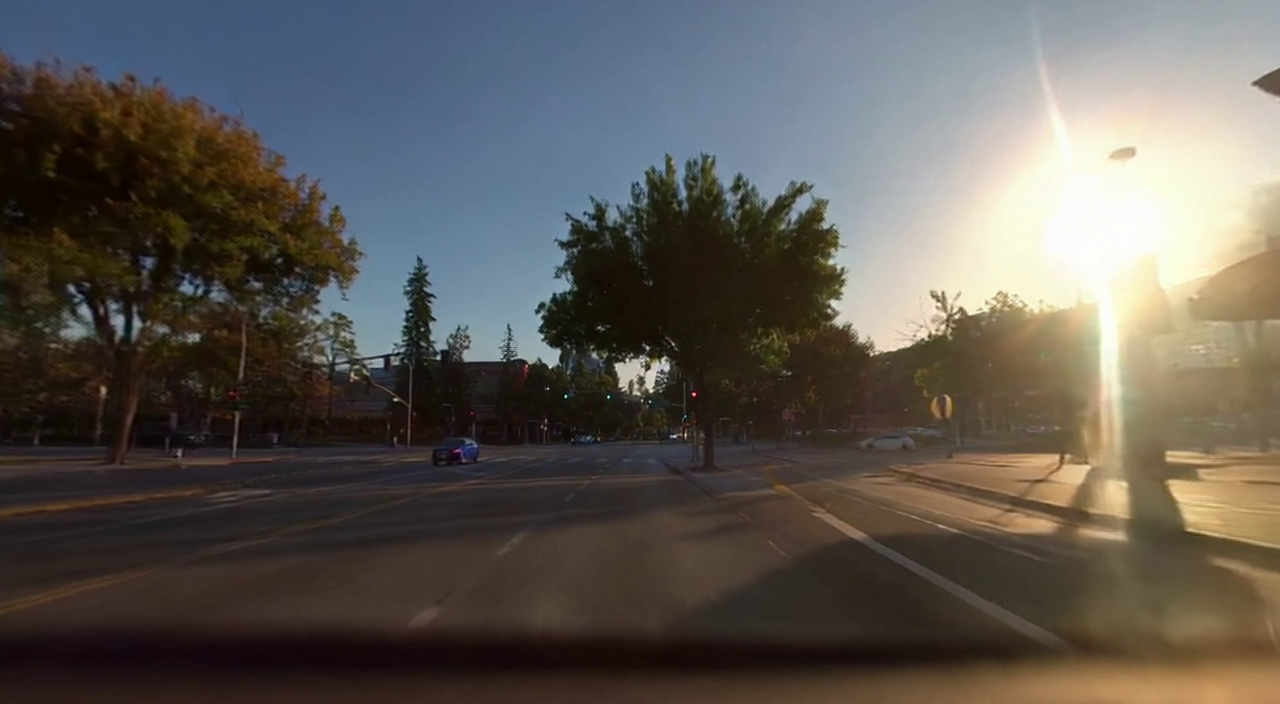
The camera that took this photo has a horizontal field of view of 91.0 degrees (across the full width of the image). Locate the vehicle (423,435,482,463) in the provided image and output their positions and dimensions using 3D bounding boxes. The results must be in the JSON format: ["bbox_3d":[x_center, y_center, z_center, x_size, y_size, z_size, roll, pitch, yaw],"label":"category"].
[{"bbox_3d":[-10.737,5.615,36.493,1.924,1.502,4.727,0,-9,1],"label":"vehicle"}]
